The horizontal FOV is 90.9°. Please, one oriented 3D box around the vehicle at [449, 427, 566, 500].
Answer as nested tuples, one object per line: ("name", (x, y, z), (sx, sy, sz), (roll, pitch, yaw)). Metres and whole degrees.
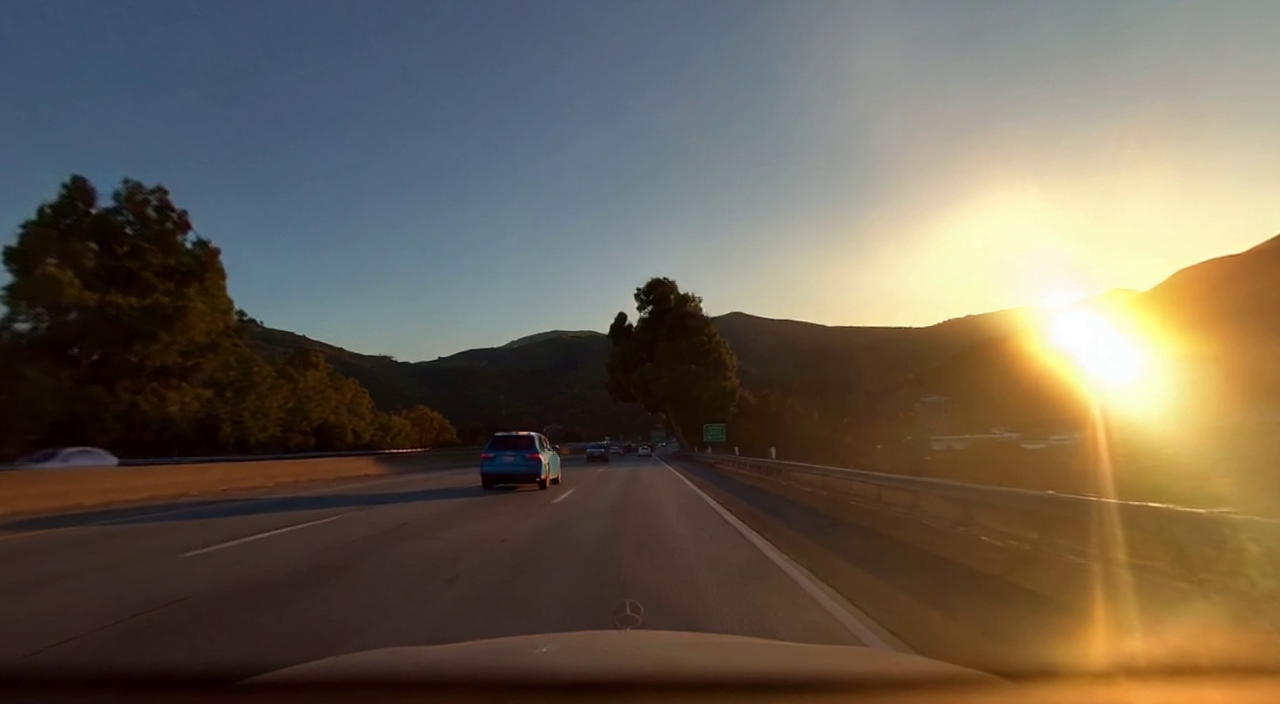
("vehicle", (-3.426, 2.978, 17.290), (2.138, 1.718, 4.415), (0, -8, 1))
